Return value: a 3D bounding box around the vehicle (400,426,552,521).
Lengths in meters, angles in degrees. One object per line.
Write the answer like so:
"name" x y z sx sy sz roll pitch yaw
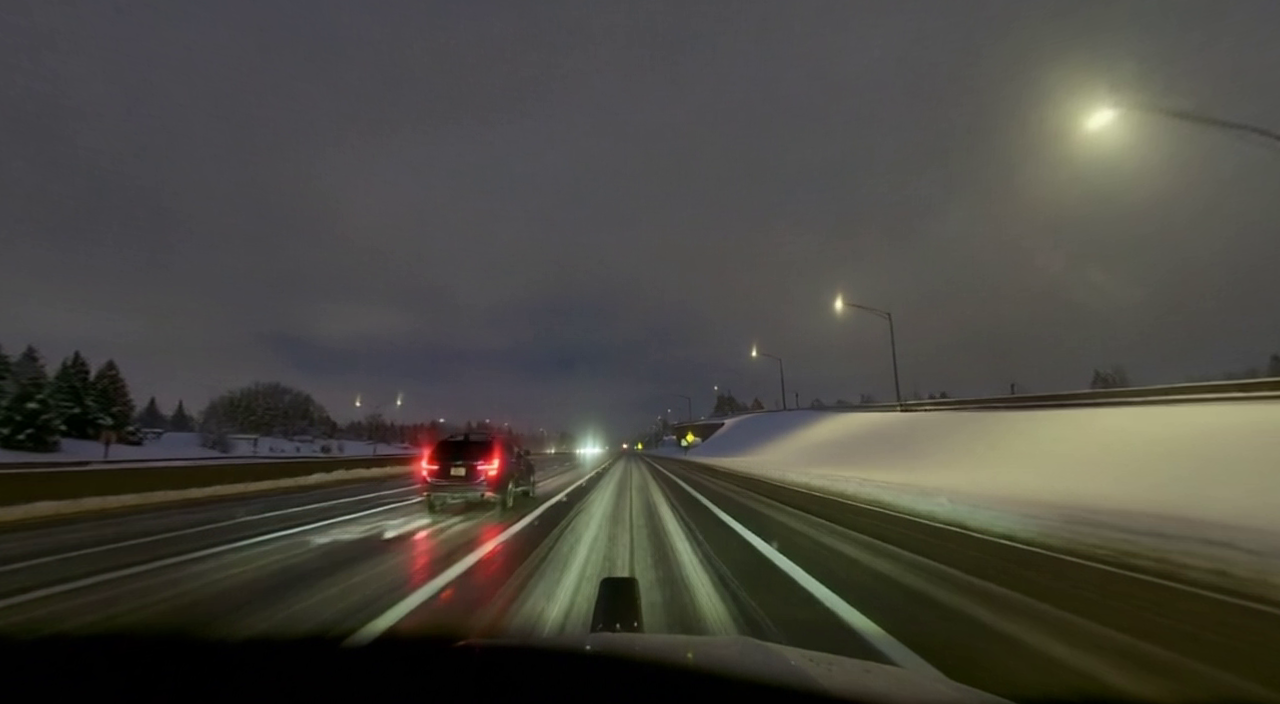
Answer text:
"vehicle" -3.286 2.529 13.681 2.178 1.699 4.321 0 -8 -1
